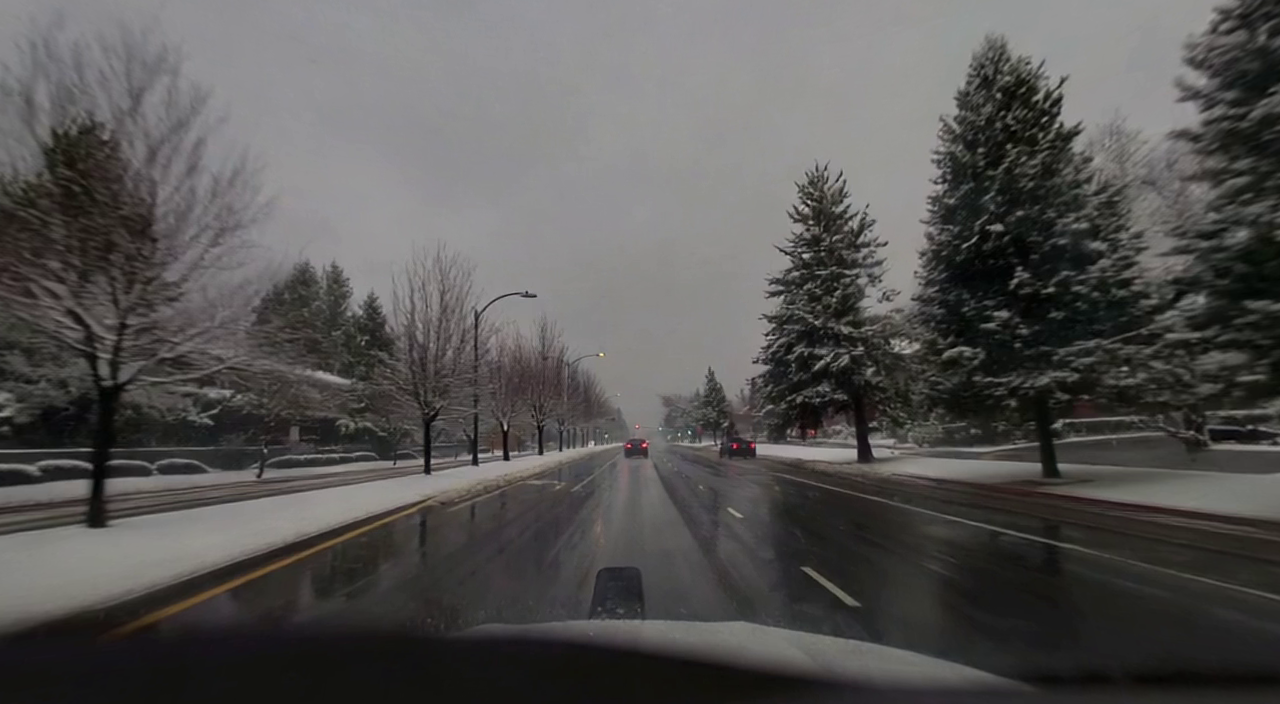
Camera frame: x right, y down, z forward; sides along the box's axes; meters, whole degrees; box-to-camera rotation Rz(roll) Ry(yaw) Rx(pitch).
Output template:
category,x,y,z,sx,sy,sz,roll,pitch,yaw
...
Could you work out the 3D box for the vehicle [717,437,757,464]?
category,x,y,z,sx,sy,sz,roll,pitch,yaw
vehicle,6.607,6.741,43.351,2.011,1.710,4.357,0,-9,-1
